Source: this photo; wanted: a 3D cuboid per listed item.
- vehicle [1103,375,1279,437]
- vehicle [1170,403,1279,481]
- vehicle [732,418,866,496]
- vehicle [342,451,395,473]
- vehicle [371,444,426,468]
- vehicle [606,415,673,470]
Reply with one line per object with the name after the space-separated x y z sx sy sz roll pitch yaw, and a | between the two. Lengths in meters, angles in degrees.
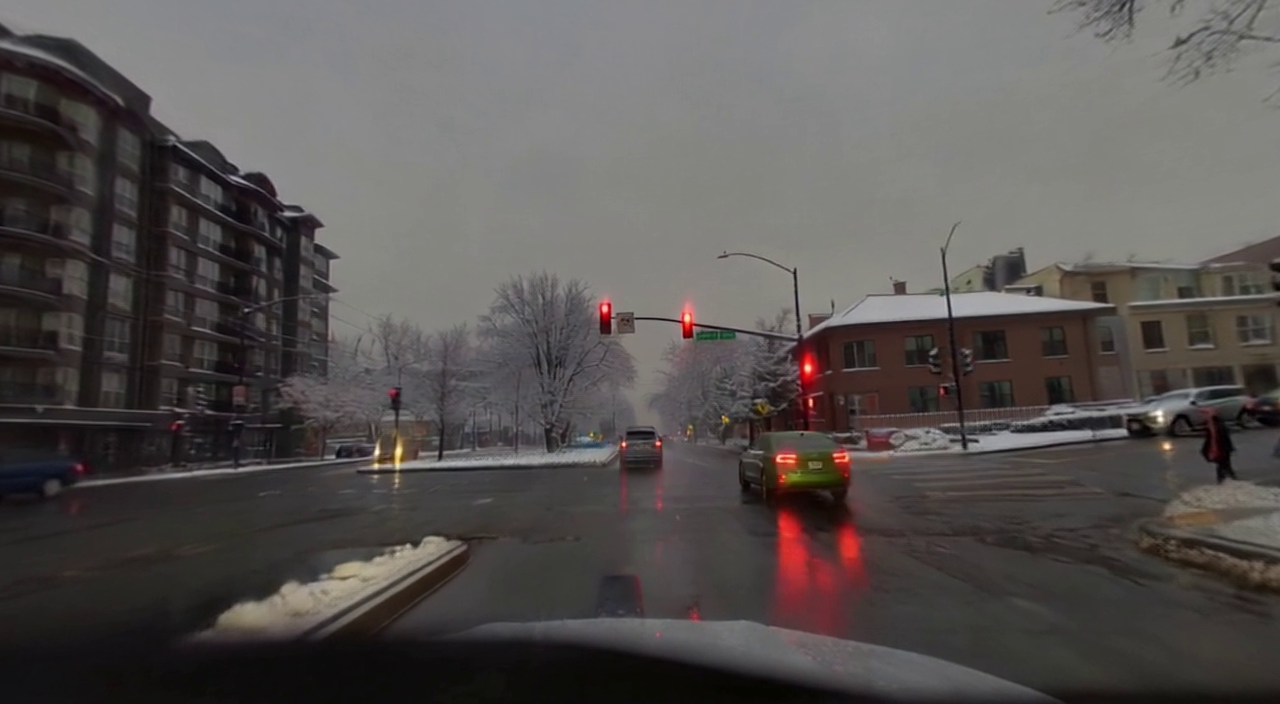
20.276 1.975 22.811 5.146 1.699 2.269 -5 -9 0 | vehicle
13.896 1.848 12.960 4.354 1.466 1.863 0 -8 -1 | vehicle
3.516 2.439 14.964 1.987 1.538 4.510 0 -8 0 | vehicle
-20.215 8.177 47.199 1.979 1.488 4.473 0 -8 0 | vehicle
-17.071 7.372 44.952 2.011 1.630 4.541 0 -8 2 | vehicle
0.026 3.260 22.747 2.168 1.776 4.135 0 -8 1 | vehicle
